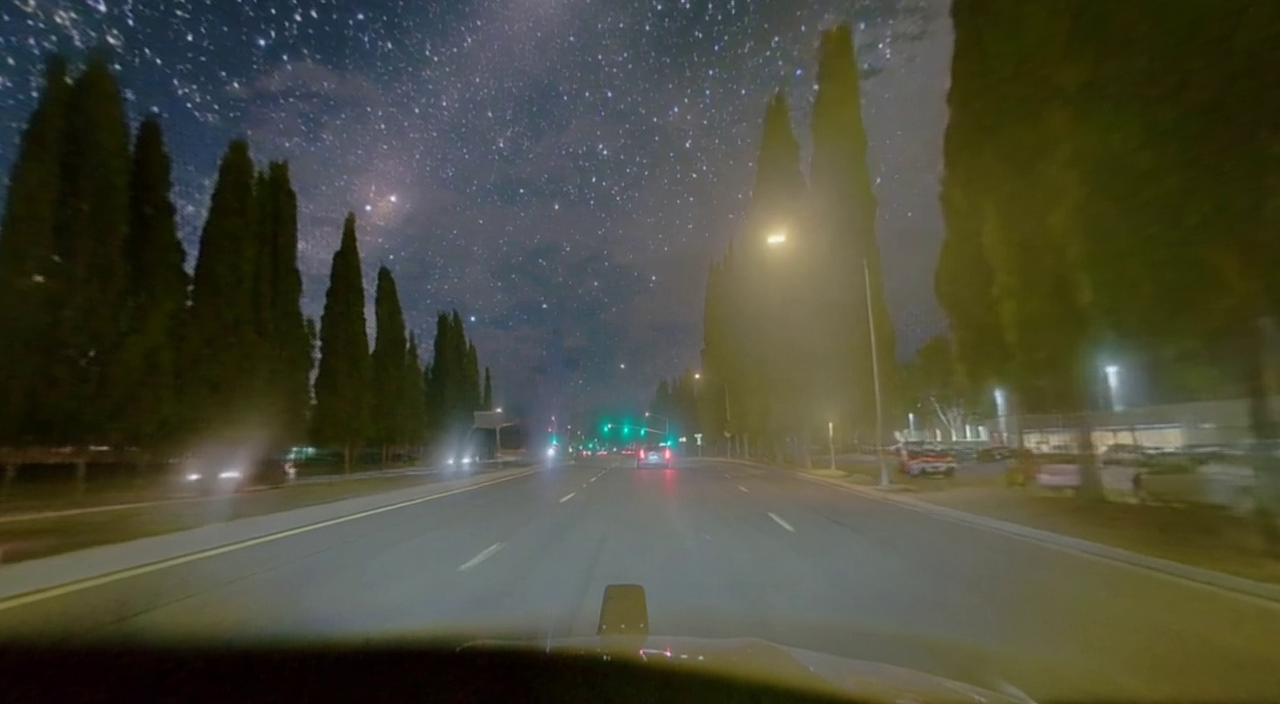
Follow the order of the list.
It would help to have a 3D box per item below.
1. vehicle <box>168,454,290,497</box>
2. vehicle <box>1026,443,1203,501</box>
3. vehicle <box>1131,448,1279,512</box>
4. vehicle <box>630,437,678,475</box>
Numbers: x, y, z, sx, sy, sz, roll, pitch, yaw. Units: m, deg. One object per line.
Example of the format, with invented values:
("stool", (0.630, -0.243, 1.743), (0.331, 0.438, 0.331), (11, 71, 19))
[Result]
("vehicle", (-16.284, 4.883, 25.298), (1.895, 1.513, 4.362), (0, -9, 1))
("vehicle", (16.063, 4.062, 21.501), (4.413, 1.471, 1.823), (-5, -7, 1))
("vehicle", (15.373, 3.177, 15.863), (4.400, 1.480, 1.824), (0, -9, 2))
("vehicle", (0.638, 5.014, 30.460), (2.135, 1.691, 3.884), (0, -9, 0))
